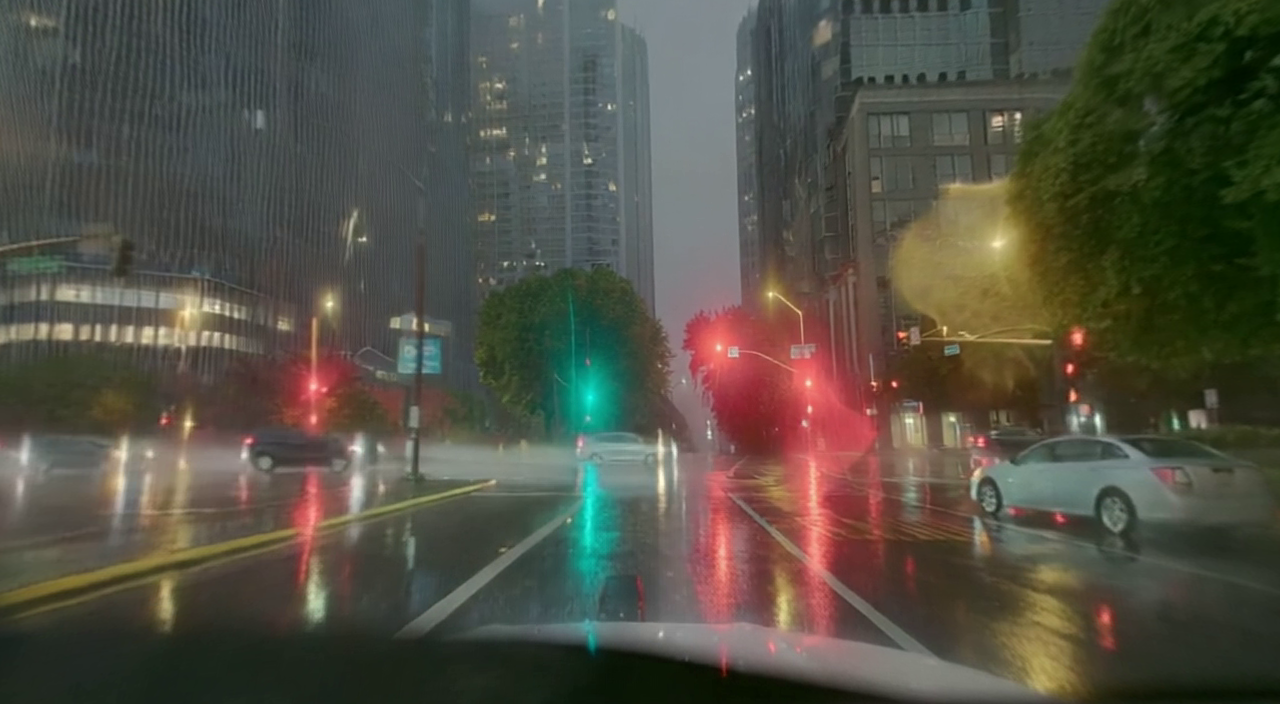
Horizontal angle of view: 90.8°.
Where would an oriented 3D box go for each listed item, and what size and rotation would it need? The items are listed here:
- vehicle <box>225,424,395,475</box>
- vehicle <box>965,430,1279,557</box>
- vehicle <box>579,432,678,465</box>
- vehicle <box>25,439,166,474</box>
[{"bbox_3d":[-13.260,3.946,25.721,5.659,1.967,2.149,0,-8,-3],"label":"vehicle"},{"bbox_3d":[7.438,2.050,10.015,1.936,1.489,4.885,0,-8,0],"label":"vehicle"},{"bbox_3d":[-0.569,4.524,29.740,4.503,1.475,1.789,0,-8,-3],"label":"vehicle"},{"bbox_3d":[-24.315,4.663,28.352,4.482,1.492,1.805,0,-8,-3],"label":"vehicle"}]
